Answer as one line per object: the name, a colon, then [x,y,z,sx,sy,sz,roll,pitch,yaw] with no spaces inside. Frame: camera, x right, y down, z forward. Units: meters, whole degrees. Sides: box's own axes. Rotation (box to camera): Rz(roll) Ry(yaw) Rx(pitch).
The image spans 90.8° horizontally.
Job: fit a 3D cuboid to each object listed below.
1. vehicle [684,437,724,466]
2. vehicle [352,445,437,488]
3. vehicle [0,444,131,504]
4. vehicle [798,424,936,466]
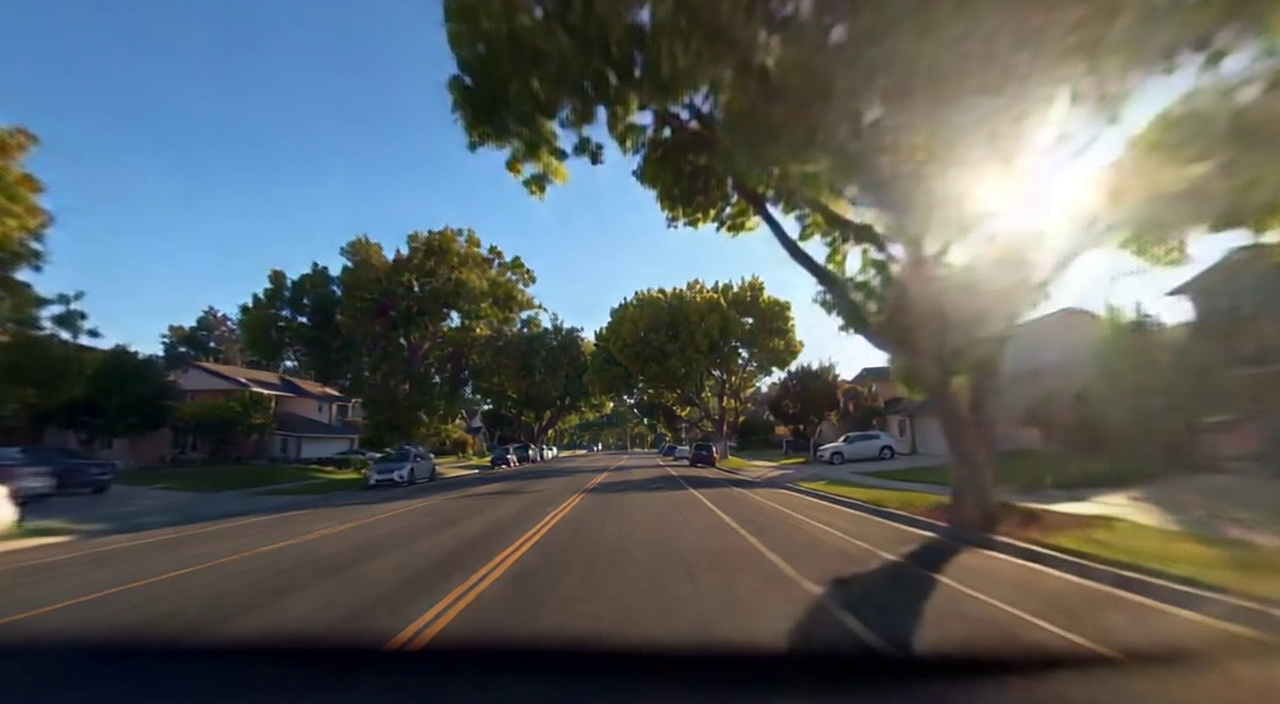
vehicle: [4.388,6.939,44.109,2.215,1.886,4.577,1,-8,-2]
vehicle: [-10.952,5.148,28.559,2.082,1.661,4.403,-2,-10,0]
vehicle: [-18.958,3.752,19.643,4.465,1.728,1.904,0,-8,-1]
vehicle: [12.404,5.122,34.862,6.619,1.884,2.225,-3,-8,0]
